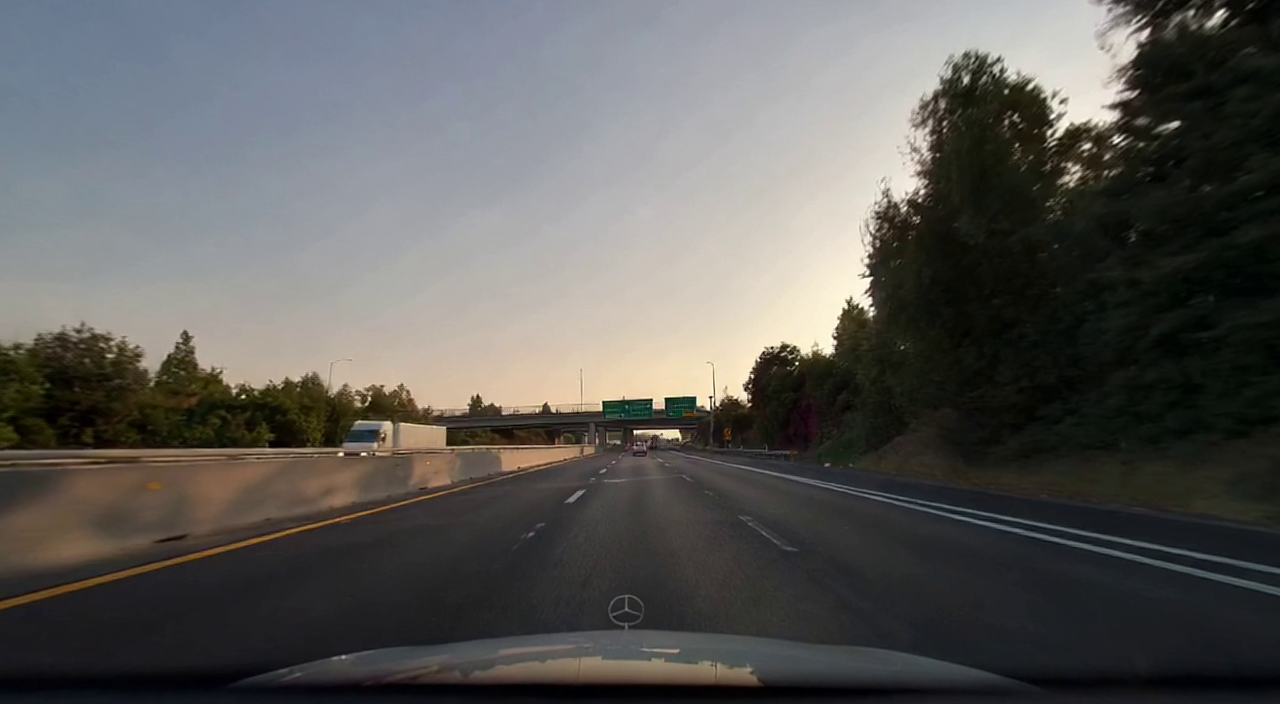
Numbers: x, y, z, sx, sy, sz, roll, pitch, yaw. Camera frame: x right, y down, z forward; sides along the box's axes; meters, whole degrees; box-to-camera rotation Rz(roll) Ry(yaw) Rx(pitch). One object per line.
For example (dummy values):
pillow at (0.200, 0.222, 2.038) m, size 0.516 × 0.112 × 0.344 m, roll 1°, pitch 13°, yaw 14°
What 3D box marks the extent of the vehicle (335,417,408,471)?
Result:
vehicle at (-20.773, 7.199, 49.036) m, size 2.951 × 3.866 × 6.101 m, roll 0°, pitch -8°, yaw 0°
